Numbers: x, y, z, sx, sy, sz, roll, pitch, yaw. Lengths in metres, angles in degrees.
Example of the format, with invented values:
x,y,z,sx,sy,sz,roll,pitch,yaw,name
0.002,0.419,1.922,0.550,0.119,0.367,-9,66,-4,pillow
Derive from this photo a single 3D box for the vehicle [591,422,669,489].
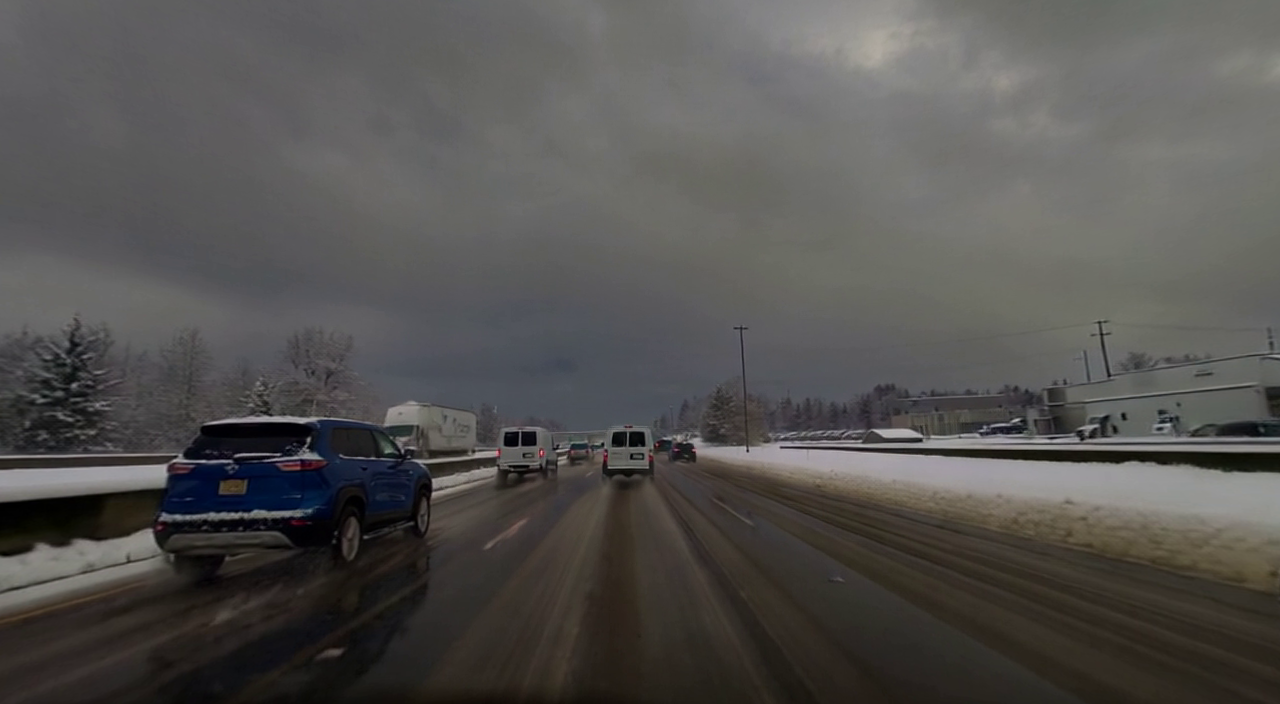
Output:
x,y,z,sx,sy,sz,roll,pitch,yaw,name
-0.345,3.366,20.748,2.304,1.925,4.282,0,-8,-1,vehicle

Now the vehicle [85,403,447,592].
x,y,z,sx,sy,sz,roll,pitch,yaw,name
-4.110,1.640,8.018,1.972,1.703,4.333,0,-8,-1,vehicle

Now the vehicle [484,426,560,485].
x,y,z,sx,sy,sz,roll,pitch,yaw,name
-4.205,3.745,23.160,2.038,1.936,4.300,0,-8,-1,vehicle
